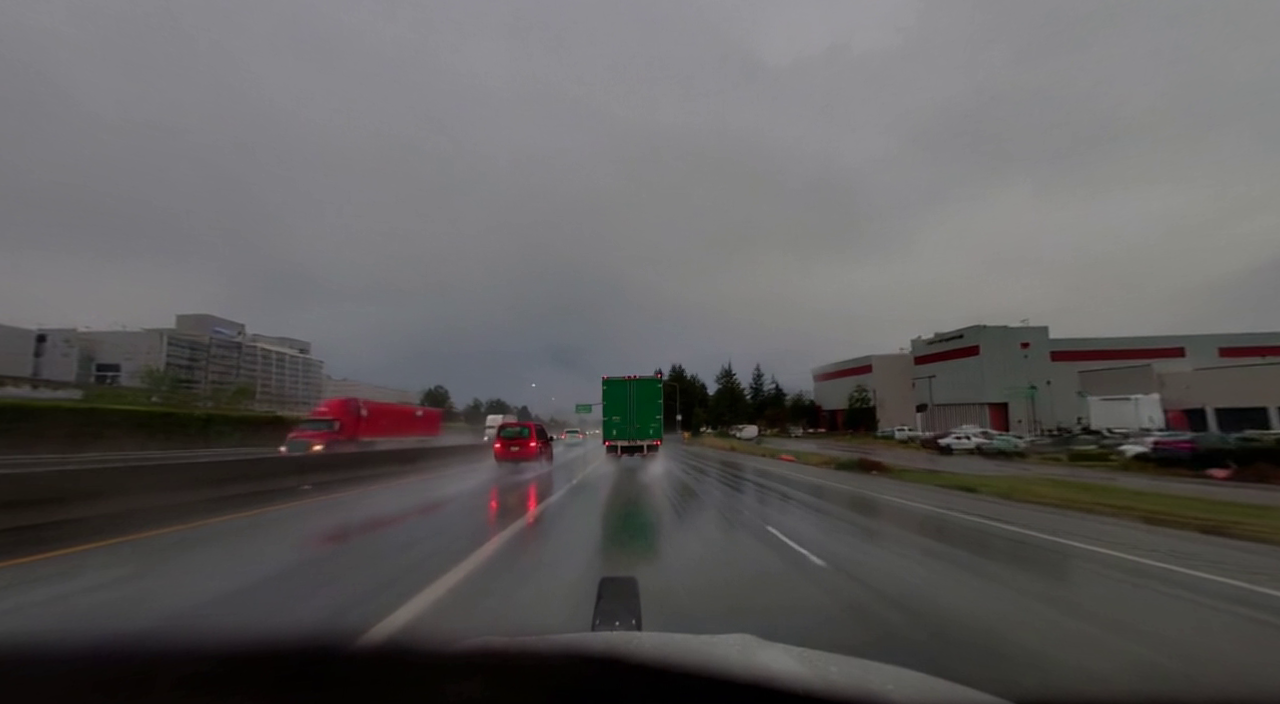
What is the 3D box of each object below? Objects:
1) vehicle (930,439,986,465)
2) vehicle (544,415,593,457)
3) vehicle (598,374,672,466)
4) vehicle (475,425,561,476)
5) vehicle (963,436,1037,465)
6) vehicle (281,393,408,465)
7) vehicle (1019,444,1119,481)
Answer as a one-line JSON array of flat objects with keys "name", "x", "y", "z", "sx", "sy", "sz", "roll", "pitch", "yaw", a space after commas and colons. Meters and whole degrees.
[{"name": "vehicle", "x": 22.840, "y": 7.178, "z": 45.447, "sx": 1.699, "sy": 1.625, "sz": 4.494, "roll": -2, "pitch": -8, "yaw": 0}, {"name": "vehicle", "x": -4.998, "y": 6.028, "z": 45.182, "sx": 2.717, "sy": 2.714, "sz": 6.997, "roll": 0, "pitch": -8, "yaw": 0}, {"name": "vehicle", "x": -0.342, "y": 3.688, "z": 33.124, "sx": 3.259, "sy": 4.066, "sz": 9.891, "roll": 0, "pitch": -8, "yaw": -1}, {"name": "vehicle", "x": -4.226, "y": 3.480, "z": 22.706, "sx": 2.005, "sy": 1.602, "sz": 5.131, "roll": 0, "pitch": -8, "yaw": 1}, {"name": "vehicle", "x": 22.904, "y": 6.257, "z": 40.296, "sx": 1.986, "sy": 1.605, "sz": 4.381, "roll": -2, "pitch": -7, "yaw": -2}, {"name": "vehicle", "x": -17.357, "y": 4.710, "z": 38.080, "sx": 2.959, "sy": 3.738, "sz": 9.951, "roll": 0, "pitch": -8, "yaw": -1}, {"name": "vehicle", "x": 22.866, "y": 5.880, "z": 33.820, "sx": 1.857, "sy": 1.744, "sz": 4.828, "roll": 0, "pitch": -8, "yaw": -2}]
